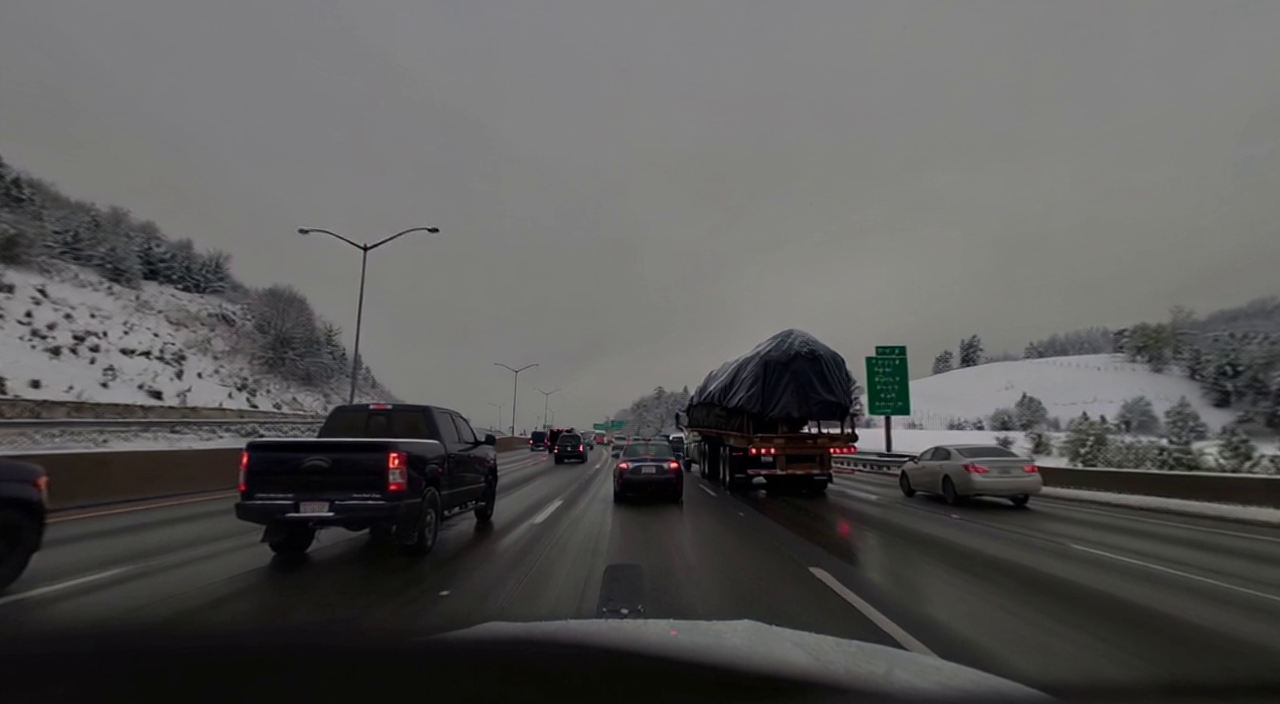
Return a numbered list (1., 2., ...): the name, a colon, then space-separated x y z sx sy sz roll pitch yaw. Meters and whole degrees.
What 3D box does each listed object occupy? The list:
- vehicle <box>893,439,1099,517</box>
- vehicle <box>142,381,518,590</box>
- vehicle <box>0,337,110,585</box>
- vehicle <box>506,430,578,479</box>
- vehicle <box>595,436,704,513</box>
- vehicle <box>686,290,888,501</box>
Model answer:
1. vehicle: 7.748 2.739 14.332 2.092 1.495 4.194 0 -8 -2
2. vehicle: -3.351 1.603 8.515 2.318 1.902 5.374 0 -8 0
3. vehicle: -7.559 0.666 3.454 3.150 2.303 7.133 0 -8 -1
4. vehicle: -3.933 4.197 26.173 2.348 1.821 5.061 0 -8 -2
5. vehicle: 0.137 2.658 14.206 2.105 1.471 3.978 0 -8 -1
6. vehicle: 3.199 1.580 17.640 2.759 4.098 10.906 0 -8 -1
